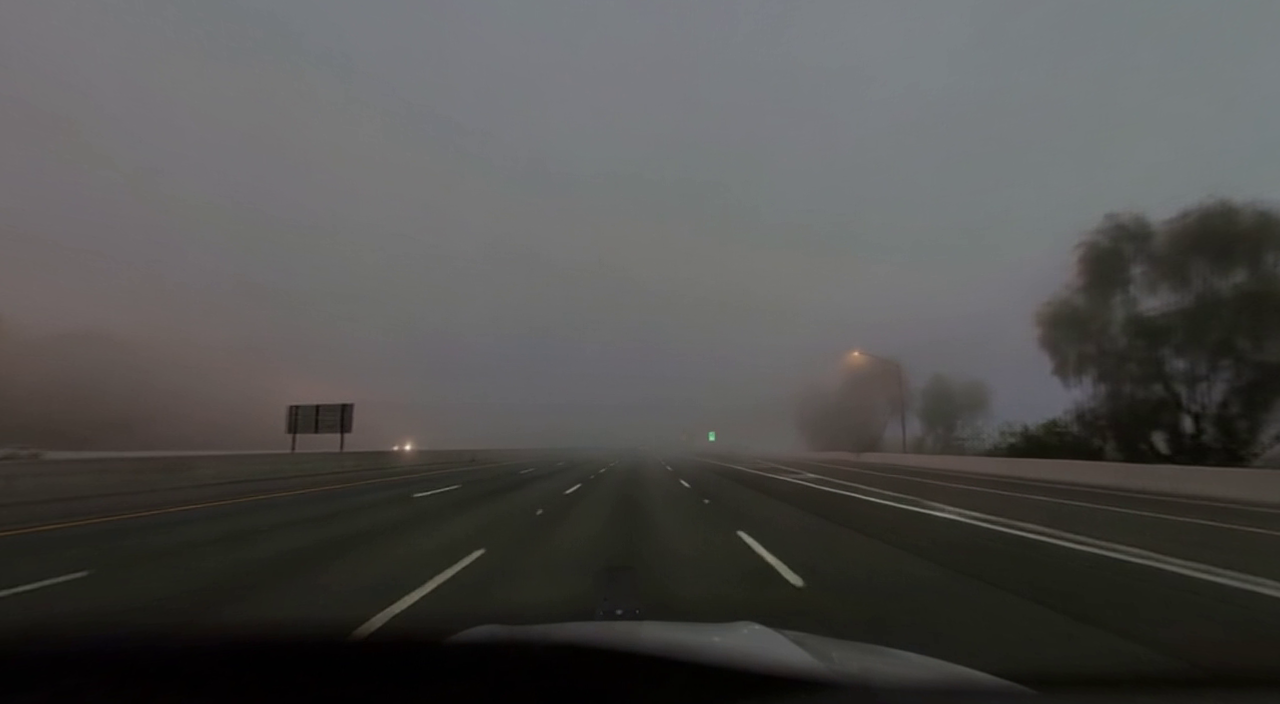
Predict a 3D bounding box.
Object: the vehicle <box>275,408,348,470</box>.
[{"bbox_3d":[-19.710,5.262,38.159,2.714,3.543,2.793,0,-9,0],"label":"vehicle"}]
